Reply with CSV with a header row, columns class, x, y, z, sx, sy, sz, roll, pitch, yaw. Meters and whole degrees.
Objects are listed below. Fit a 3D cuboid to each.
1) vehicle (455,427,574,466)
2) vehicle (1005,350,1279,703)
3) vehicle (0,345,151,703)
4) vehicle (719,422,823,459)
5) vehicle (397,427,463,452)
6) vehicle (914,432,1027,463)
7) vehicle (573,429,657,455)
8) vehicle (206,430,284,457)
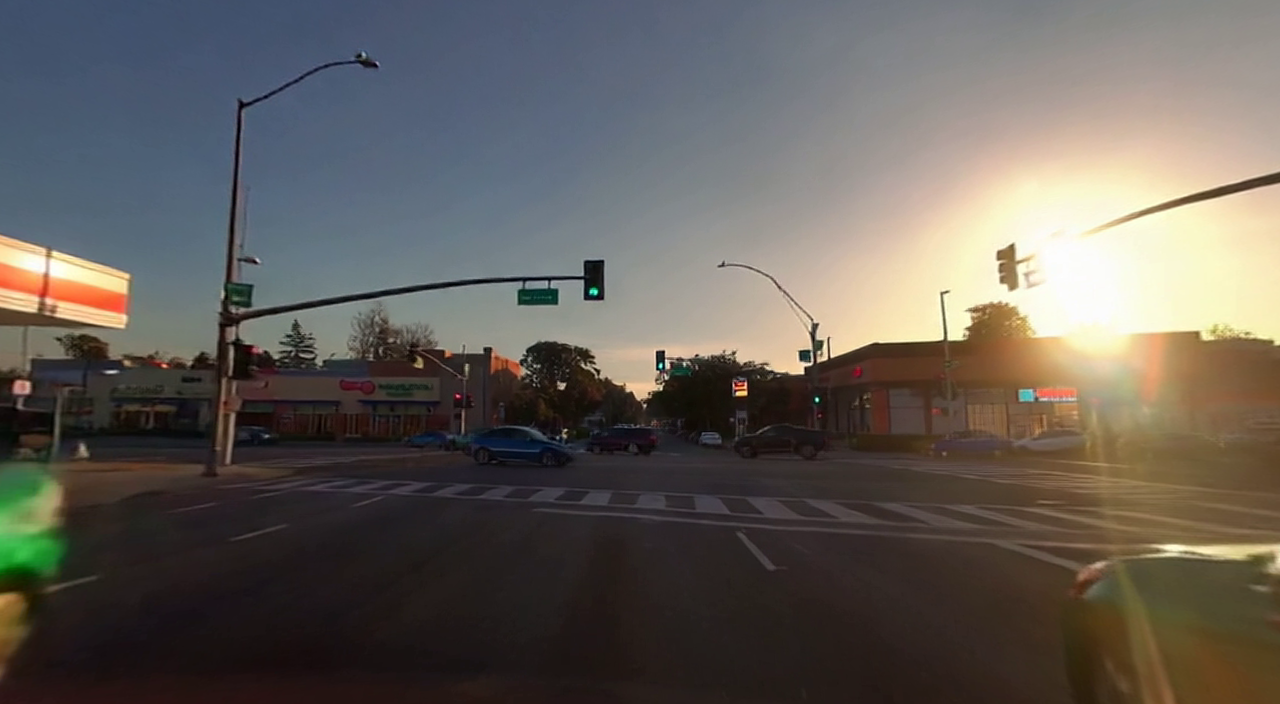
class,x,y,z,sx,sy,sz,roll,pitch,yaw
vehicle,-5.241,3.919,26.196,4.806,1.482,1.862,-5,-9,30
vehicle,2.793,0.616,0.741,1.995,1.525,4.392,0,-8,-2
vehicle,-3.866,0.625,1.423,2.196,1.696,4.484,0,-8,-5
vehicle,6.334,4.284,30.556,4.562,1.676,1.819,-4,-9,26
vehicle,-15.127,6.335,45.444,4.433,1.717,1.839,-5,-9,27
vehicle,16.478,4.778,31.661,4.792,1.467,1.831,-4,-9,27
vehicle,-1.558,5.452,38.222,4.801,1.466,1.830,-5,-9,27
vehicle,-22.970,5.332,36.705,4.670,1.458,1.959,-6,-10,32
